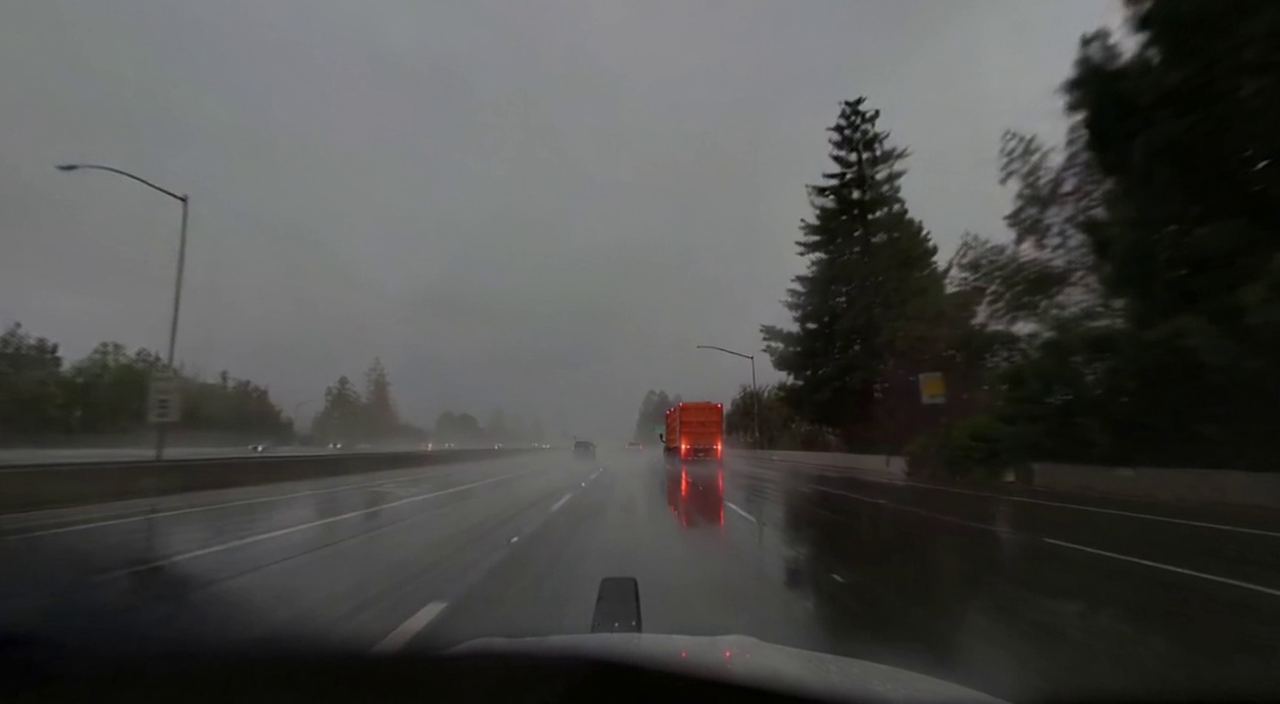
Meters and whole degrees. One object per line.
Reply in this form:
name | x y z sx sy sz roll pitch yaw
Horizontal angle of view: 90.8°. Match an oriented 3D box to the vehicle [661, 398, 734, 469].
vehicle | 3.094 4.938 37.533 2.966 3.586 10.563 0 -9 -2
